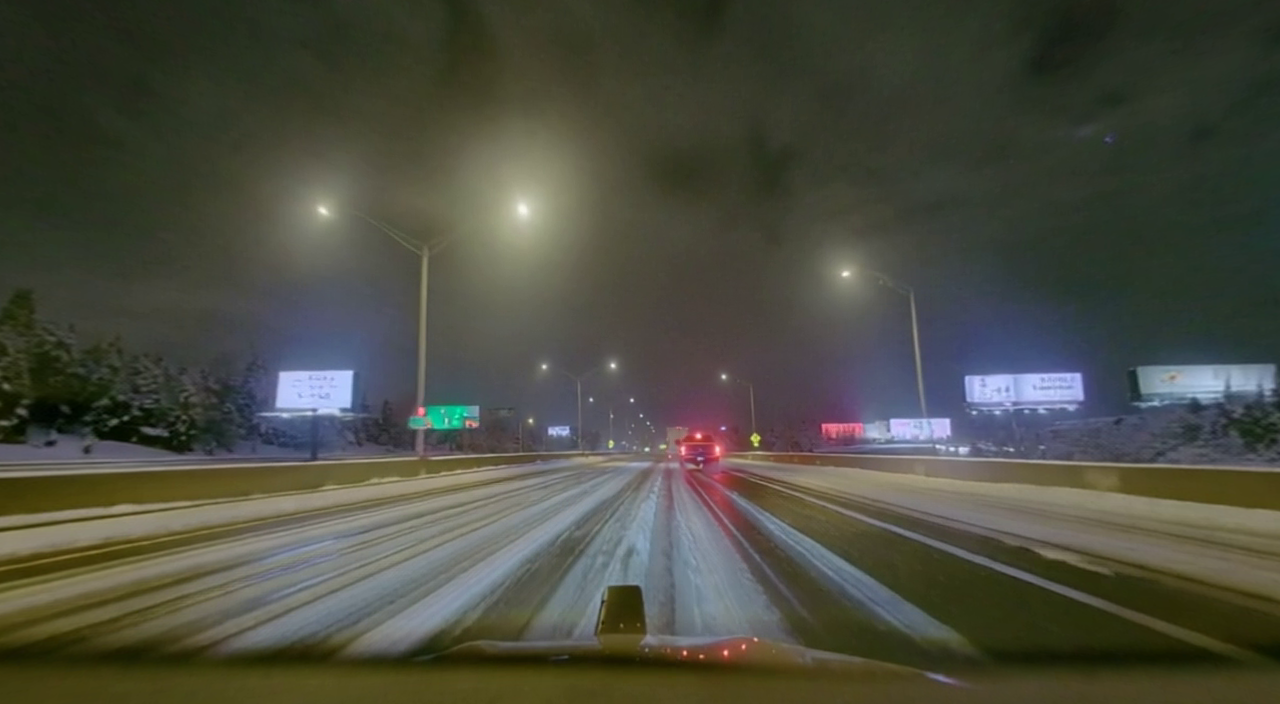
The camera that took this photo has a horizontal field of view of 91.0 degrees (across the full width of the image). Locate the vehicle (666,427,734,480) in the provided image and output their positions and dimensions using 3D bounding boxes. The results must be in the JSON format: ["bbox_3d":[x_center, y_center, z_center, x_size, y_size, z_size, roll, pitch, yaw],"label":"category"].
[{"bbox_3d":[2.615,4.695,29.259,2.740,2.157,6.300,-1,-9,2],"label":"vehicle"}]
